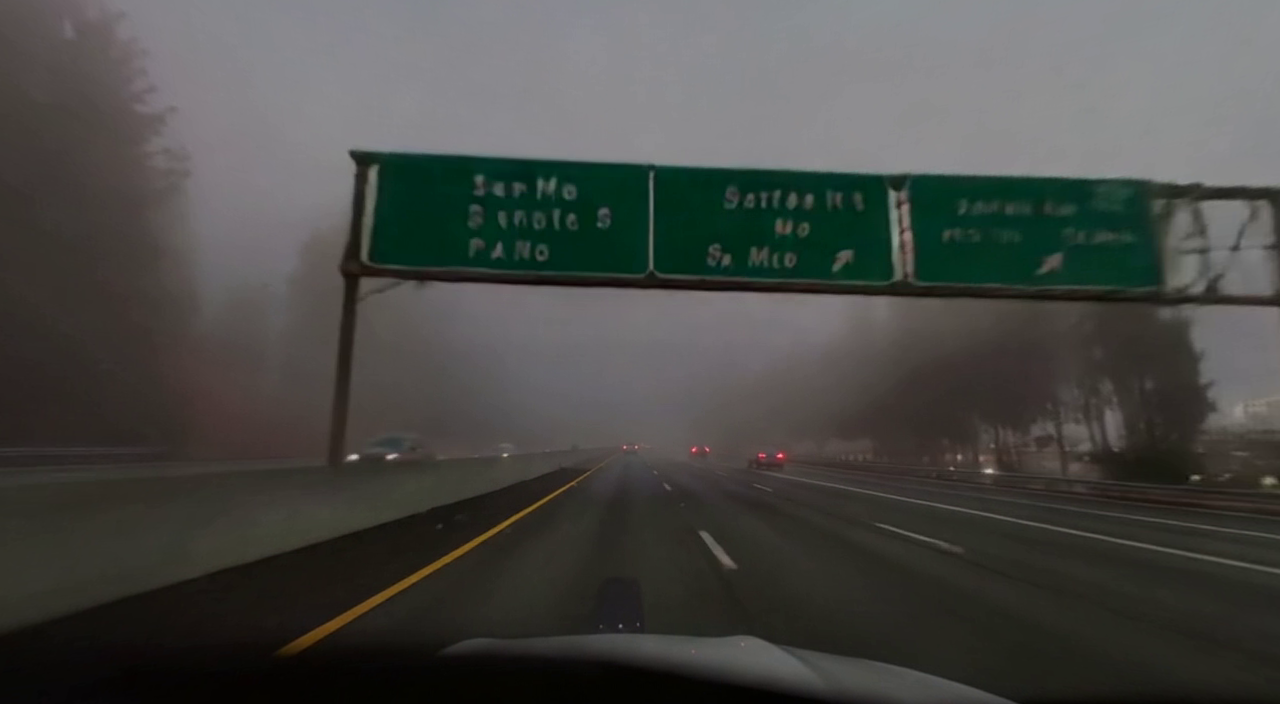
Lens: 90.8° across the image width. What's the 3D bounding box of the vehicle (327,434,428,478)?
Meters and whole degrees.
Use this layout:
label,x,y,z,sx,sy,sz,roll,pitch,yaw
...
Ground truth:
label,x,y,z,sx,sy,sz,roll,pitch,yaw
vehicle,-9.572,3.838,23.490,1.867,1.467,4.485,0,-9,0
